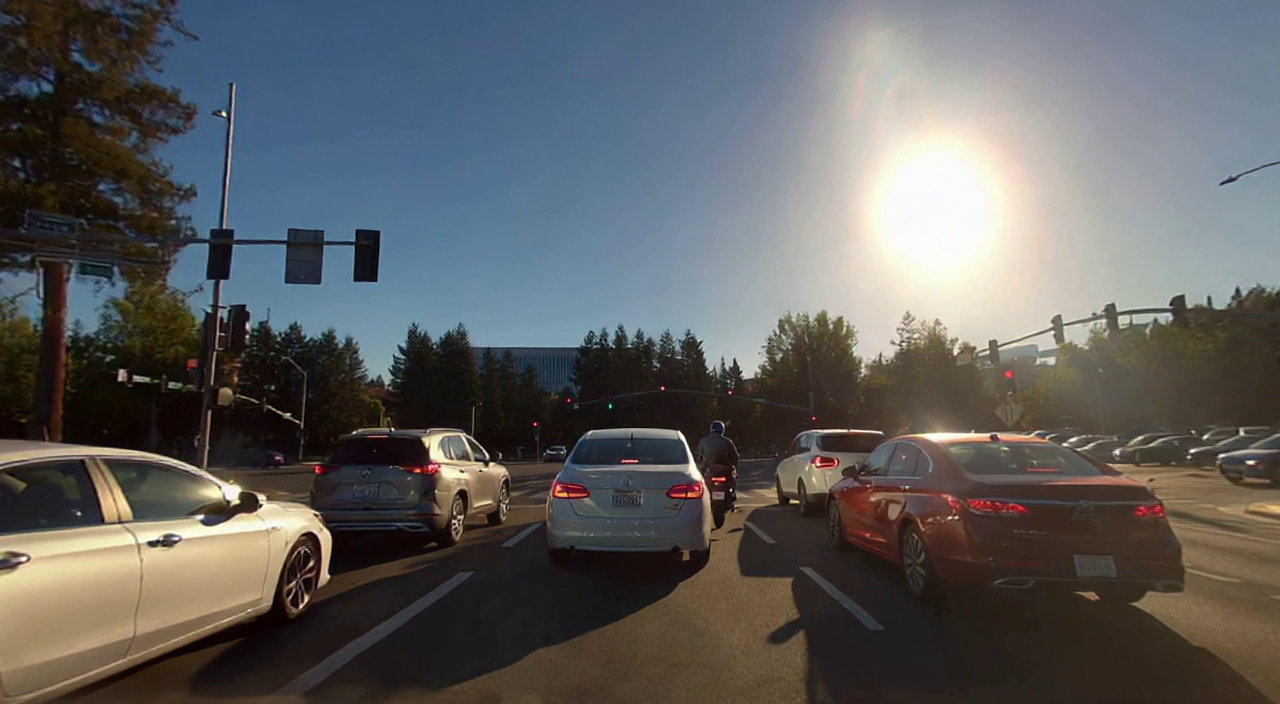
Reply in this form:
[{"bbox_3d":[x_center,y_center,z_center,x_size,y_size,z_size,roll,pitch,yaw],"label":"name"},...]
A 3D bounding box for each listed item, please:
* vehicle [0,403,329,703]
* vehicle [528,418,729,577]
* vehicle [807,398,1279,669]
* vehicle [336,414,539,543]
[{"bbox_3d":[-3.343,0.945,2.367,1.863,1.495,4.667,0,-8,2],"label":"vehicle"},{"bbox_3d":[-0.085,1.804,8.557,2.106,1.655,3.717,0,-8,1],"label":"vehicle"},{"bbox_3d":[3.239,1.446,6.195,2.006,1.659,4.462,0,-8,1],"label":"vehicle"},{"bbox_3d":[-3.216,2.109,11.168,2.048,1.805,4.405,0,-8,1],"label":"vehicle"}]
